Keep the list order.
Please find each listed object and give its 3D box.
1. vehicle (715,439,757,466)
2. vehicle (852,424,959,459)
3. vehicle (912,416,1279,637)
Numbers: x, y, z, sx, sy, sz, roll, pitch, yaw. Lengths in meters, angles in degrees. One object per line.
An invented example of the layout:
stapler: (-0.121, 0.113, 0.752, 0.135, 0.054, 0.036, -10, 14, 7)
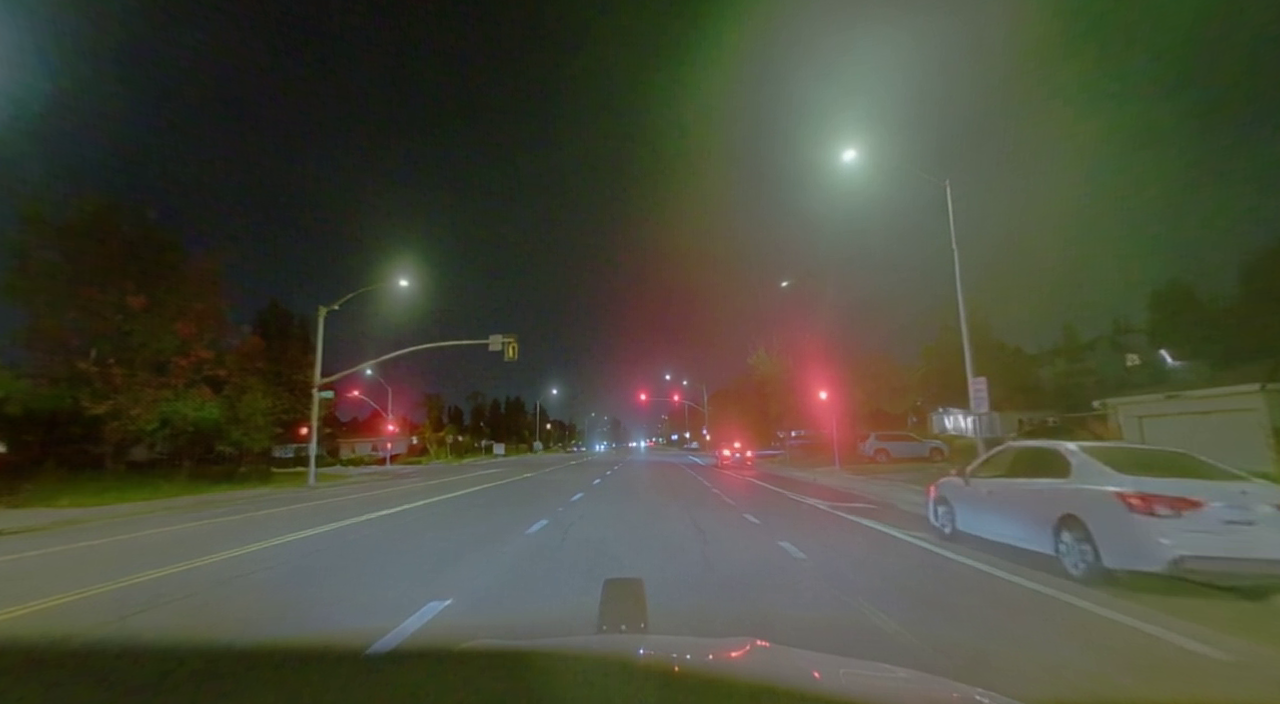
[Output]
vehicle: (5.825, 6.135, 38.727, 1.950, 1.567, 4.083, 0, -8, 1)
vehicle: (13.462, 4.579, 32.185, 4.474, 1.710, 2.148, 0, -8, 1)
vehicle: (5.103, 1.565, 6.857, 1.997, 1.521, 4.747, 0, -8, -2)
